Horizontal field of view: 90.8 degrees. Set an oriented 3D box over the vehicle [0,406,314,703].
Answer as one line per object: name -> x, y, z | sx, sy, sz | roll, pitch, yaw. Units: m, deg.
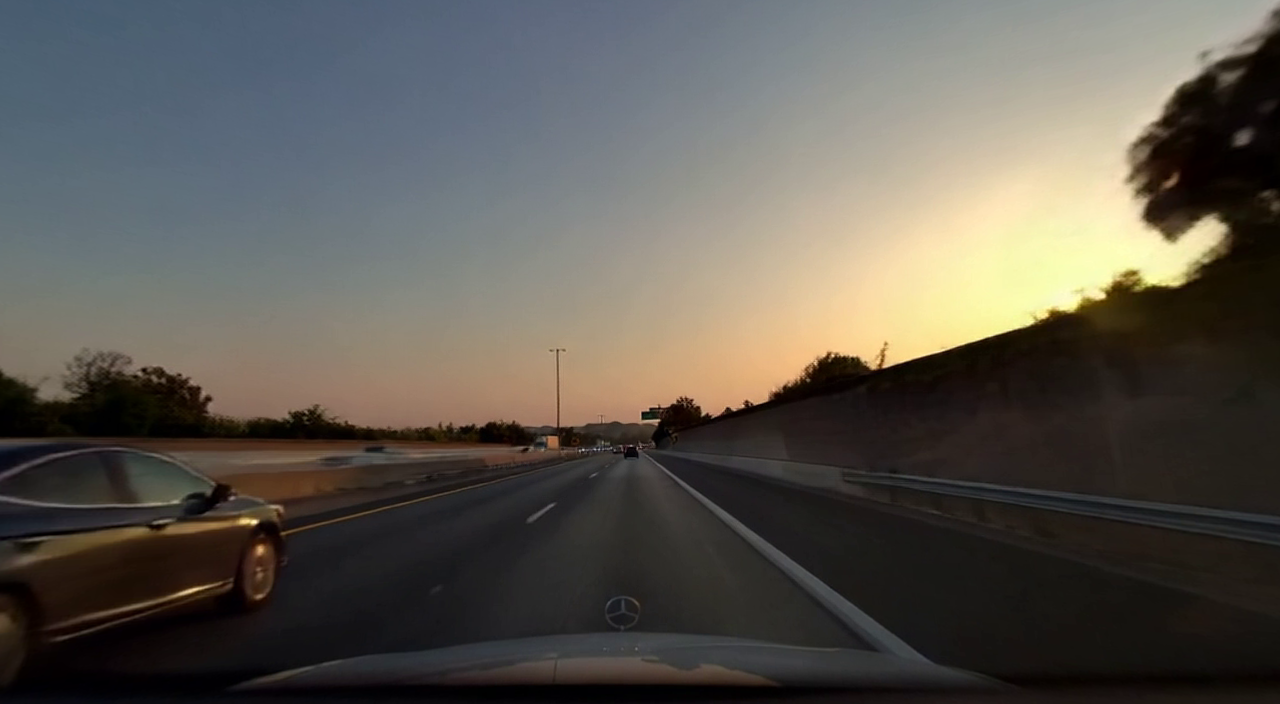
vehicle -> -3.965, 1.098, 3.243 | 2.118, 1.562, 4.541 | 0, -9, 0
